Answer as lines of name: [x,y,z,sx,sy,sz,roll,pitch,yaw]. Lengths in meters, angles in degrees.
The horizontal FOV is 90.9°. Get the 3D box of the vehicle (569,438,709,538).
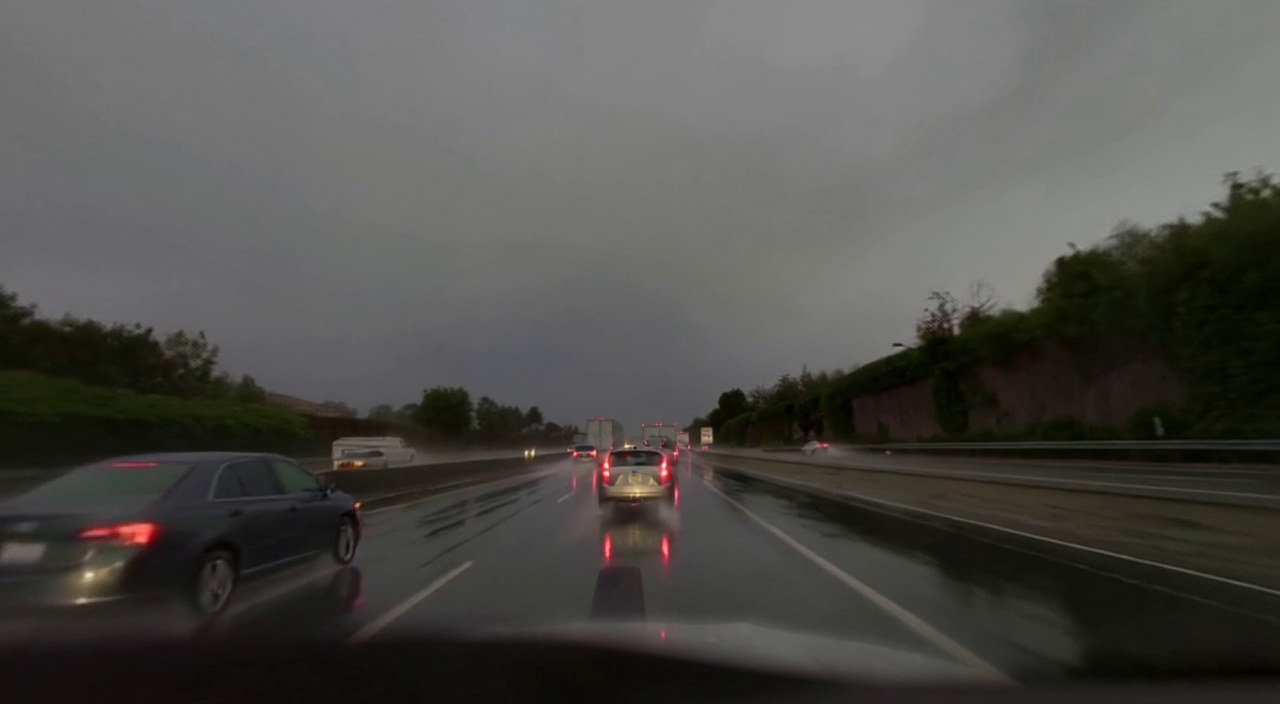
vehicle: [-0.040,2.318,11.334,2.057,1.449,3.931,0,-9,-1]

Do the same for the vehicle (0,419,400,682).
vehicle: [-4.084,1.499,5.906,1.929,1.509,4.331,0,-9,1]
